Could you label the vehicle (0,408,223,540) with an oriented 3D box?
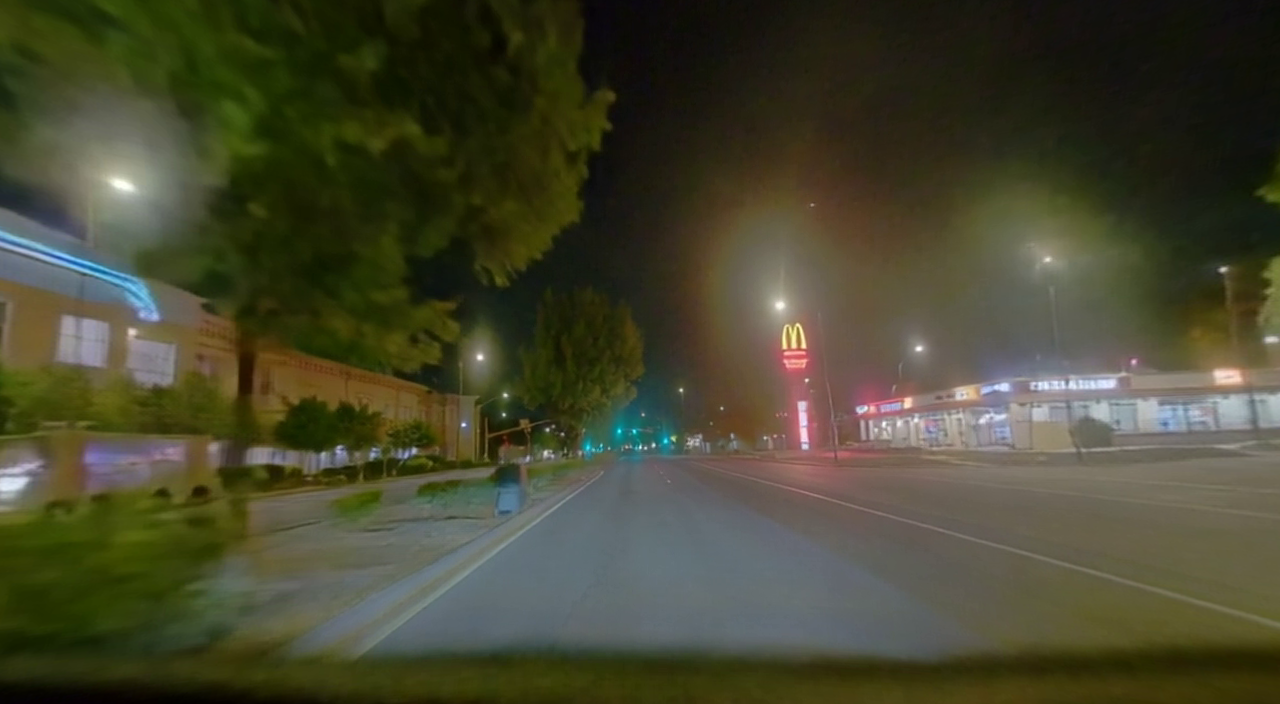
[{"bbox_3d":[-19.512,4.127,22.467,2.966,3.698,9.217,0,-9,0],"label":"vehicle"}]
